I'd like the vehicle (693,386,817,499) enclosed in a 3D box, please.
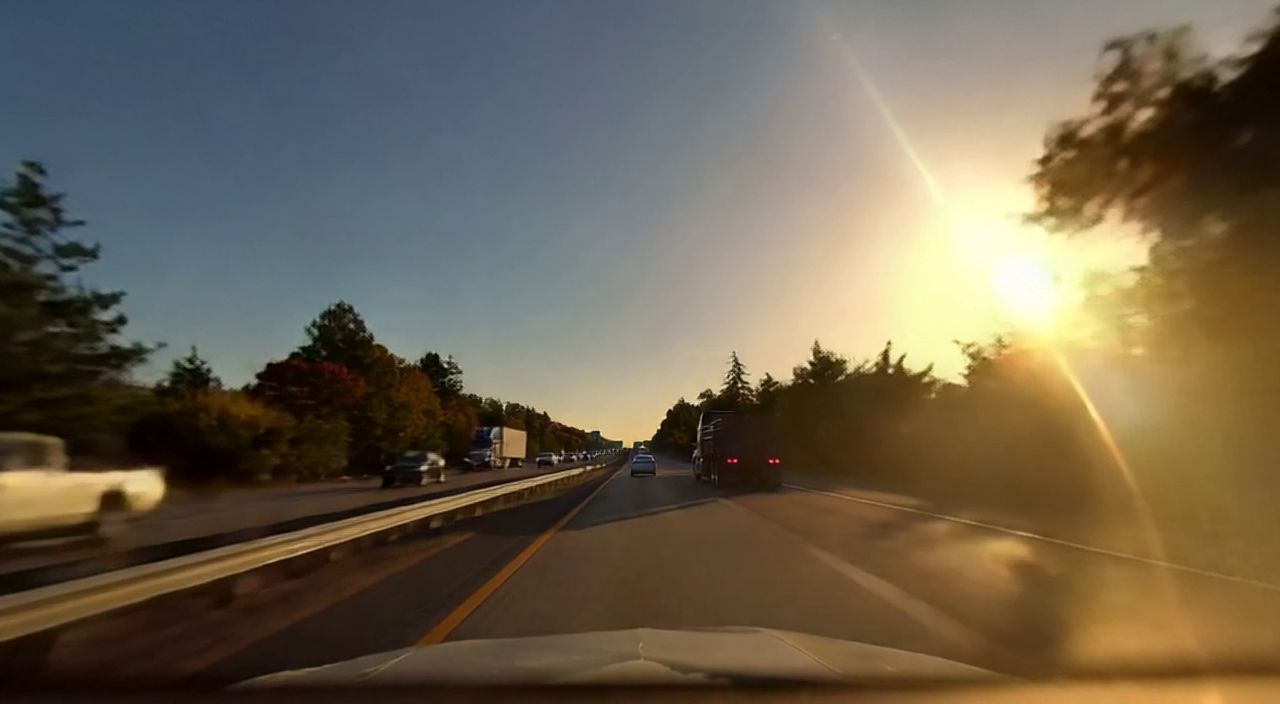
[{"bbox_3d":[4.281,3.911,26.761,2.885,3.679,12.102,0,-9,0],"label":"vehicle"}]

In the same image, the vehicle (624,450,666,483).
[{"bbox_3d":[0.234,5.576,30.930,1.939,1.495,3.612,0,-9,0],"label":"vehicle"}]

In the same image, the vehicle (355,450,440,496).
[{"bbox_3d":[-9.055,4.504,23.827,1.781,1.564,3.547,0,-9,0],"label":"vehicle"}]
